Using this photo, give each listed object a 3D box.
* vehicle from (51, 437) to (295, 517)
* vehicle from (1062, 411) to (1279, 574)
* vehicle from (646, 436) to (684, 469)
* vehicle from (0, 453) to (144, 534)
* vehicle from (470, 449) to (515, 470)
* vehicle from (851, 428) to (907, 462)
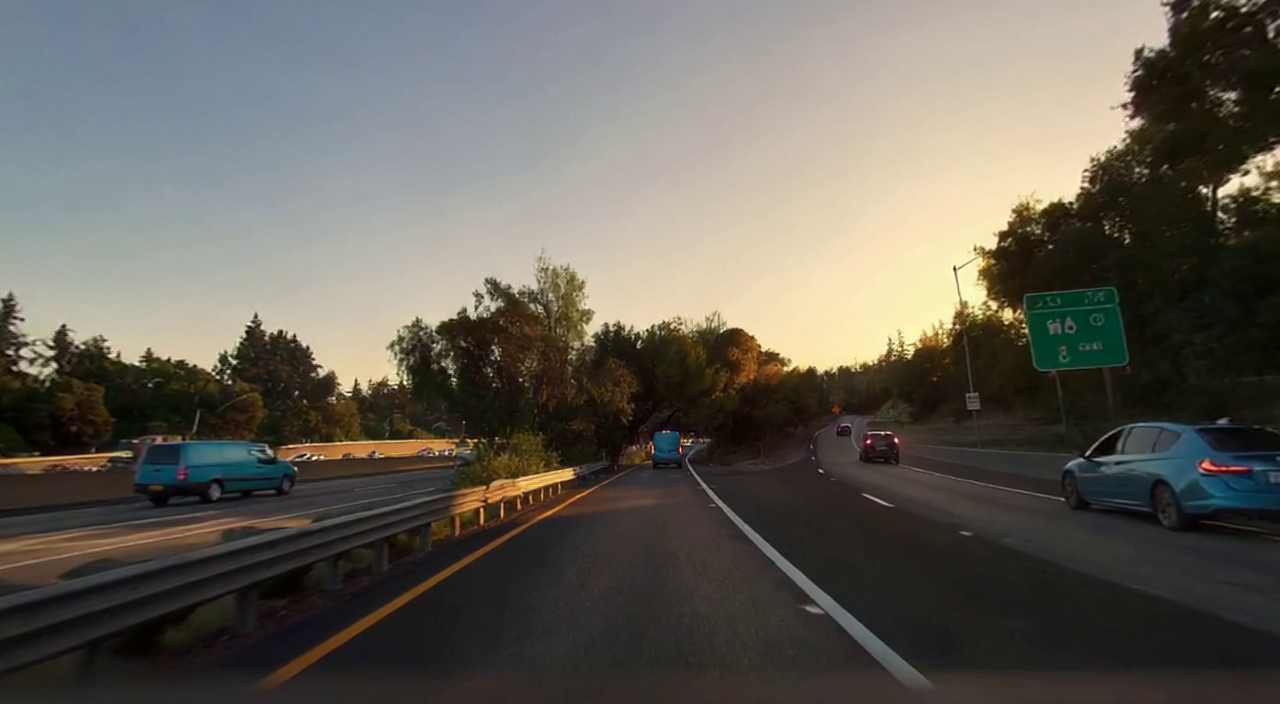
[{"bbox_3d":[-13.469,3.605,19.031,2.298,1.964,6.364,-1,-8,3],"label":"vehicle"},{"bbox_3d":[7.818,1.662,8.051,2.098,1.654,4.637,-2,-8,8],"label":"vehicle"},{"bbox_3d":[1.445,5.848,36.927,2.043,1.821,4.558,-1,-8,2],"label":"vehicle"},{"bbox_3d":[-13.881,3.035,13.857,2.747,1.505,3.932,0,-8,0],"label":"vehicle"},{"bbox_3d":[-11.428,8.345,49.242,2.081,1.539,4.573,-1,-8,5],"label":"vehicle"},{"bbox_3d":[13.715,5.355,36.494,2.167,1.798,4.838,-2,-8,11],"label":"vehicle"}]
